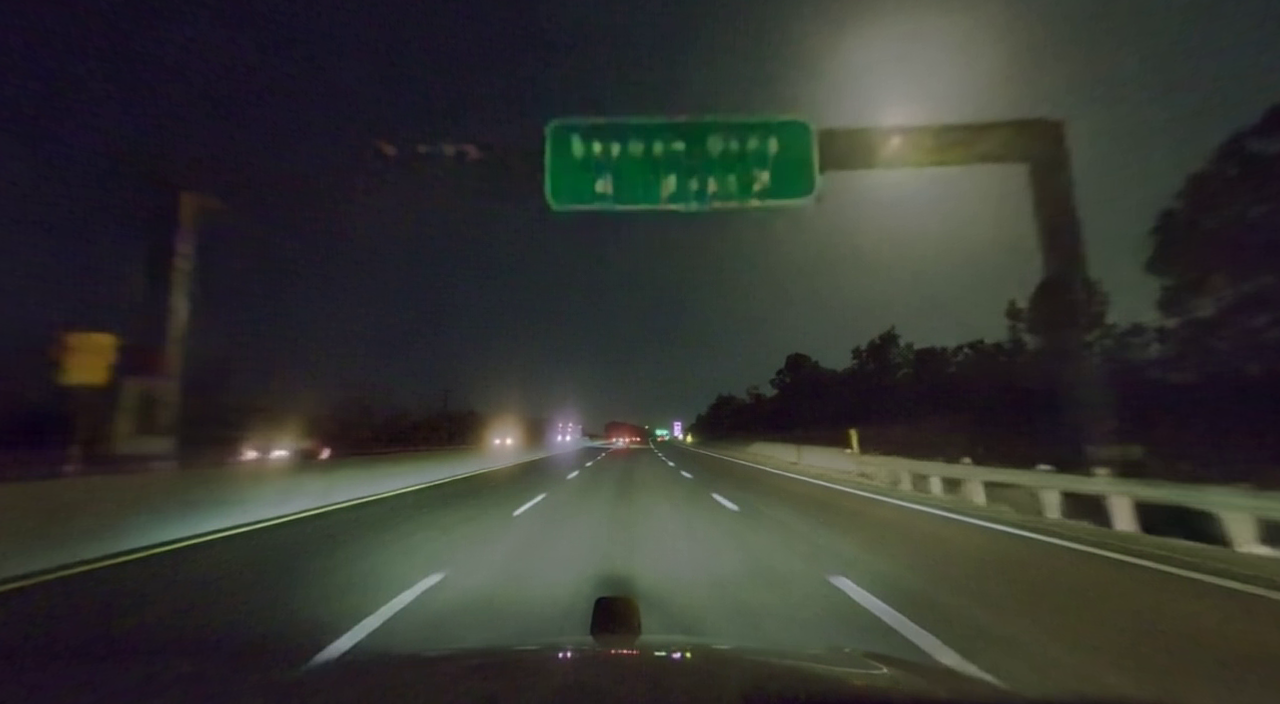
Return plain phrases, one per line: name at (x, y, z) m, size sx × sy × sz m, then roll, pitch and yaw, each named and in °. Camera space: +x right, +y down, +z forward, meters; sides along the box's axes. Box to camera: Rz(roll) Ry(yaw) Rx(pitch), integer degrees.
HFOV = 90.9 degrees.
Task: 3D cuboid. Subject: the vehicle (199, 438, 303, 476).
vehicle at (-17.055, 4.574, 27.936) m, size 1.923 × 1.508 × 4.253 m, roll 0°, pitch -8°, yaw 0°
